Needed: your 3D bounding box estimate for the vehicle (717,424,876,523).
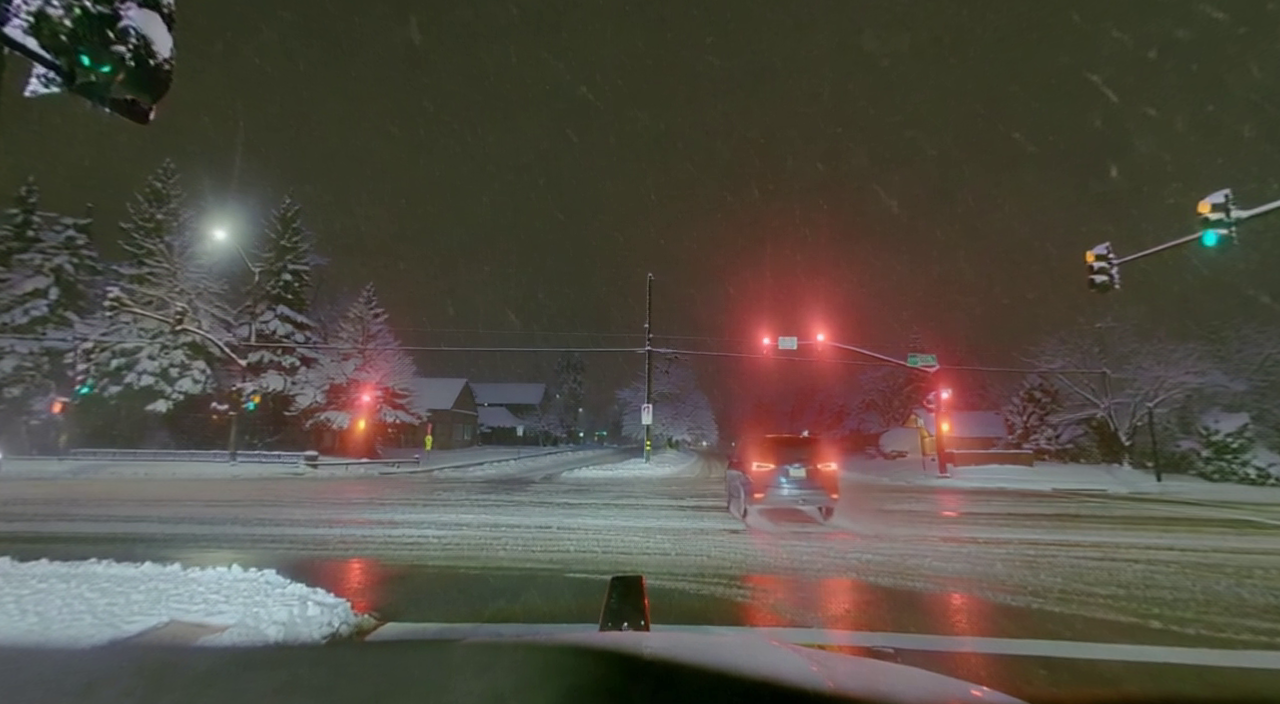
[{"bbox_3d":[2.999,2.456,13.337,2.150,1.706,4.754,0,-8,0],"label":"vehicle"}]
